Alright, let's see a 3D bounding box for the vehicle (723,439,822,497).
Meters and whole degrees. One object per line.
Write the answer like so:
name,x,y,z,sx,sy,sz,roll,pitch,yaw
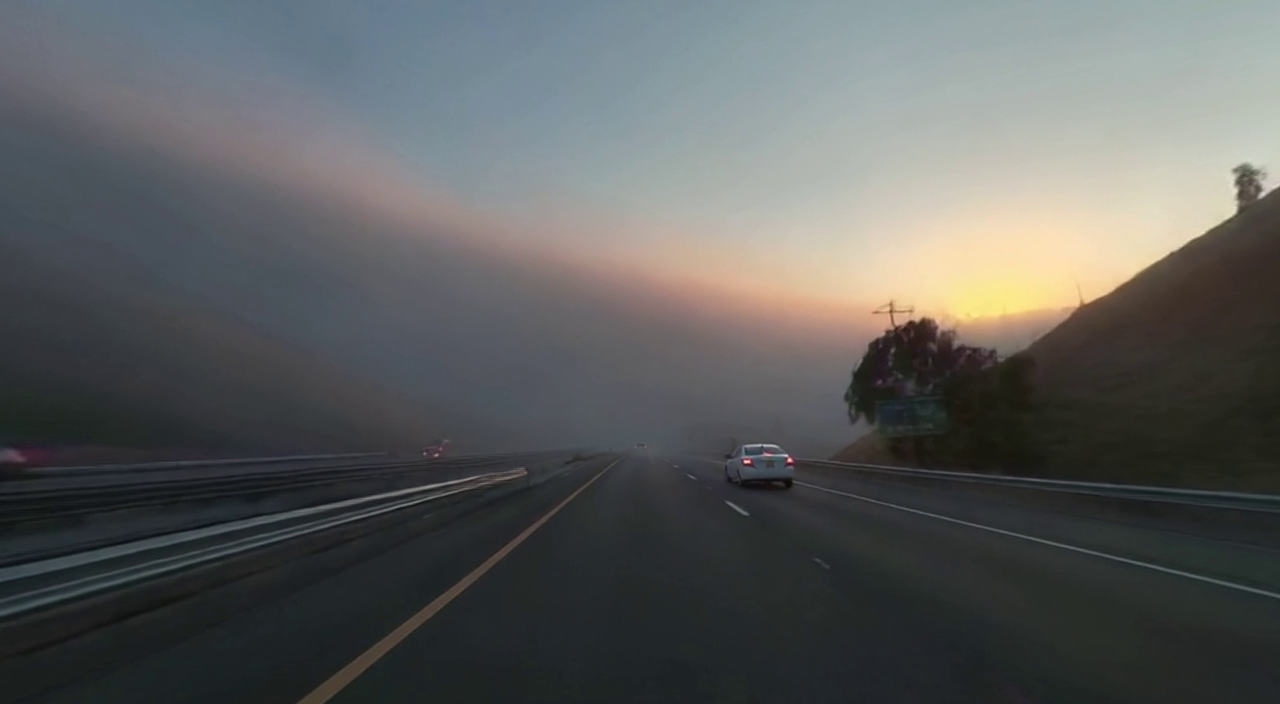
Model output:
vehicle,3.826,3.417,19.137,1.960,1.516,4.657,0,-8,0
